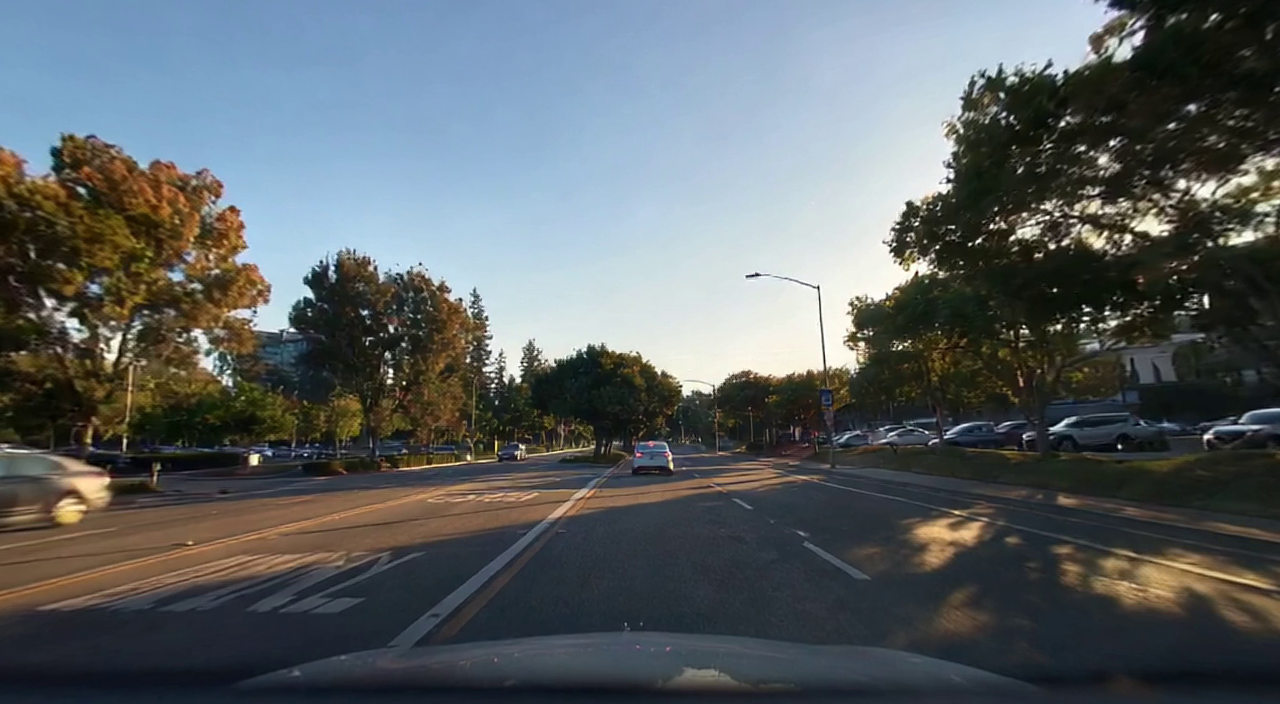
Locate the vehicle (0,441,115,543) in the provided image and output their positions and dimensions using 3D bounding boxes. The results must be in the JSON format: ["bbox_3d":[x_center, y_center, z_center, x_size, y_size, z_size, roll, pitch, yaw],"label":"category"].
[{"bbox_3d":[-11.884,2.384,10.755,1.995,1.715,4.413,0,-8,0],"label":"vehicle"}]

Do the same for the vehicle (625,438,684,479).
[{"bbox_3d":[0.499,4.081,24.425,2.093,1.442,3.977,0,-8,-1],"label":"vehicle"}]
